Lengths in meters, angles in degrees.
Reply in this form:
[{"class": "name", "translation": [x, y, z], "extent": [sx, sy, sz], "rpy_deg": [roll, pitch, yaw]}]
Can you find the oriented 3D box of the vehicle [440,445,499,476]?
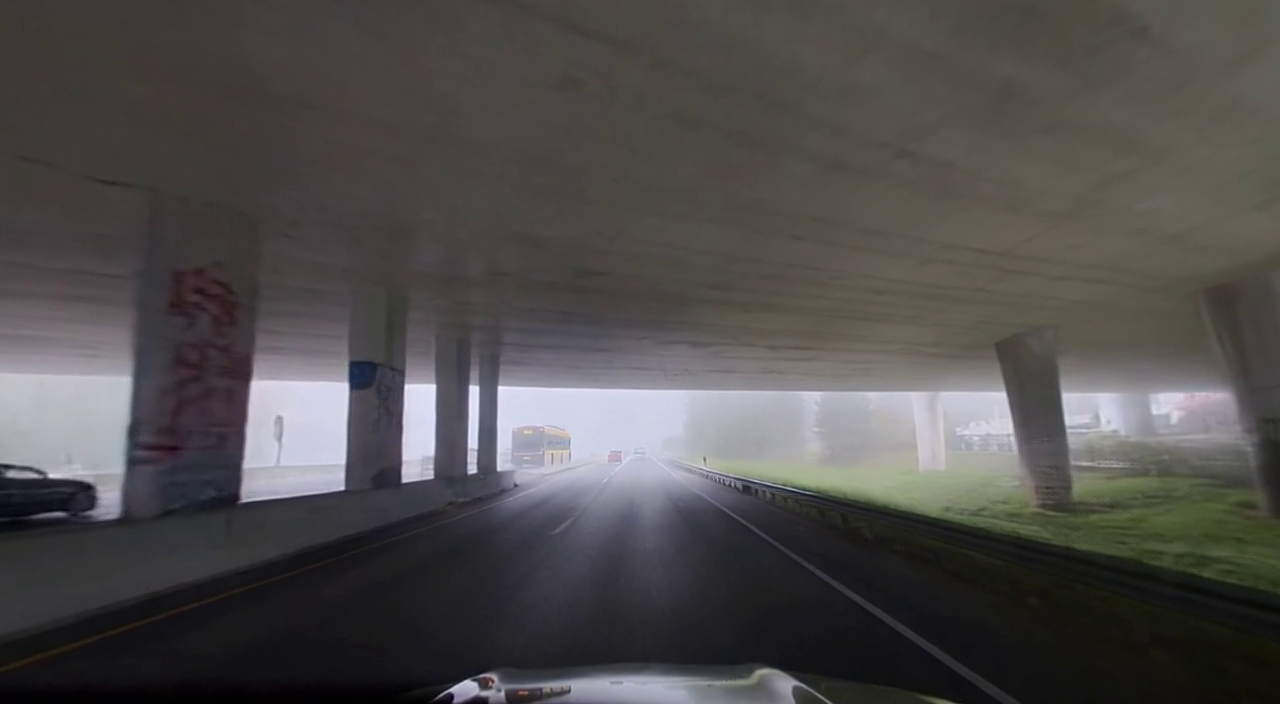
[{"class": "vehicle", "translation": [-9.380, 5.984, 35.102], "extent": [1.979, 1.600, 4.516], "rpy_deg": [0, -8, 1]}]
